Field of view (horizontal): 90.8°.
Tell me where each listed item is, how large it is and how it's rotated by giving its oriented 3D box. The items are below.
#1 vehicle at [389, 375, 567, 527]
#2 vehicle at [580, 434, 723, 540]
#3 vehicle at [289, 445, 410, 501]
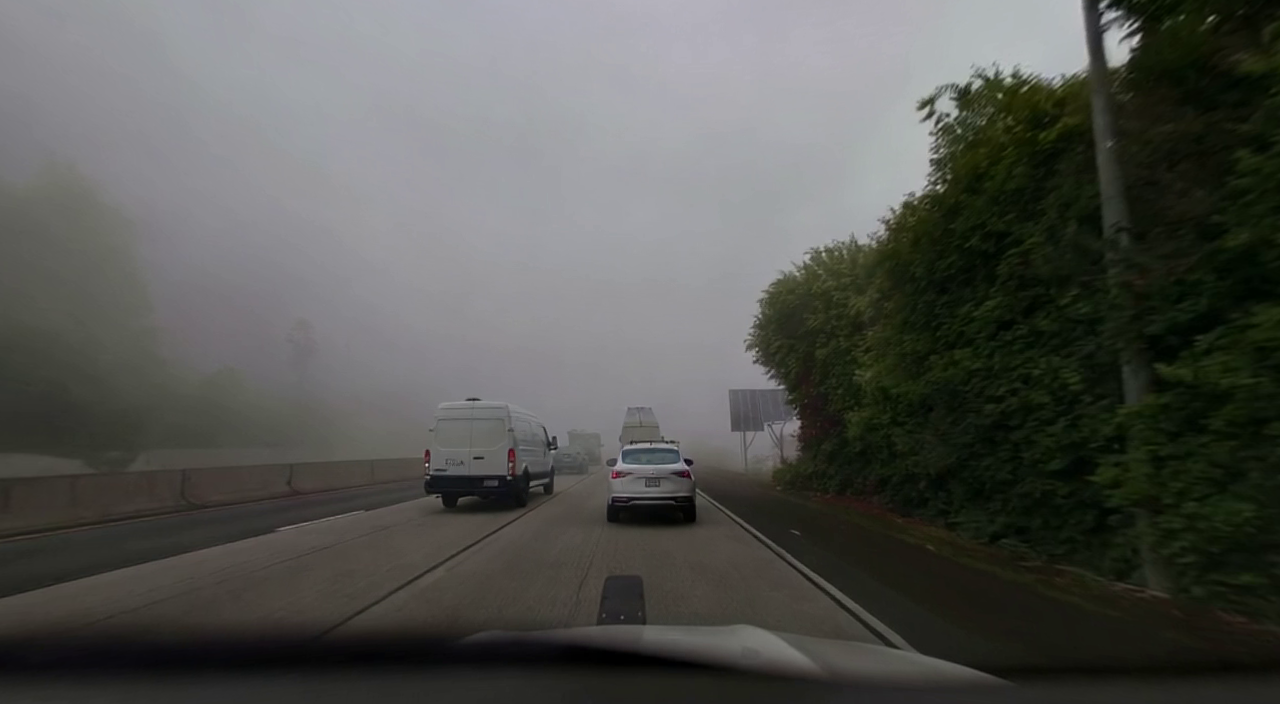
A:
[{"bbox_3d":[-3.329,2.303,14.873,2.289,2.757,6.726,0,-9,1],"label":"vehicle"},{"bbox_3d":[0.143,2.226,10.940,2.063,1.507,3.488,0,-9,-1],"label":"vehicle"},{"bbox_3d":[-8.524,3.546,18.869,1.876,1.482,3.539,0,-9,1],"label":"vehicle"}]
